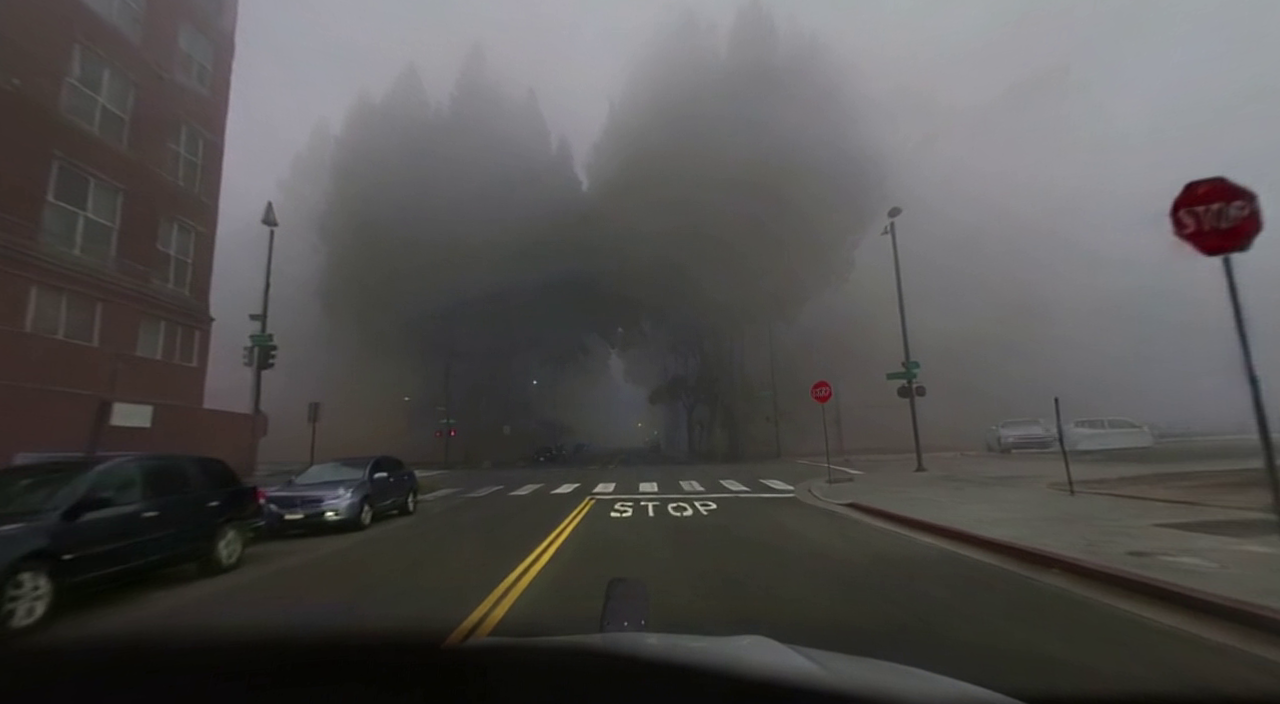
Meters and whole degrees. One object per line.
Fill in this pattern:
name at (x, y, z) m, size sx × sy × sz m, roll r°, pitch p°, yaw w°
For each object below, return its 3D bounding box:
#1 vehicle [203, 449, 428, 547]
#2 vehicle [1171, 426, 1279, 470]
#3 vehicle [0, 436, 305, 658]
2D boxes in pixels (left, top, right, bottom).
vehicle at (-5.770, 2.596, 12.004) m, size 1.874 × 1.460 × 4.495 m, roll 0°, pitch -8°, yaw 0°
vehicle at (22.080, 3.431, 22.573) m, size 4.347 × 1.476 × 1.926 m, roll 0°, pitch -9°, yaw -1°
vehicle at (-5.715, 1.737, 6.602) m, size 1.901 × 1.631 × 4.570 m, roll 0°, pitch -8°, yaw 0°
